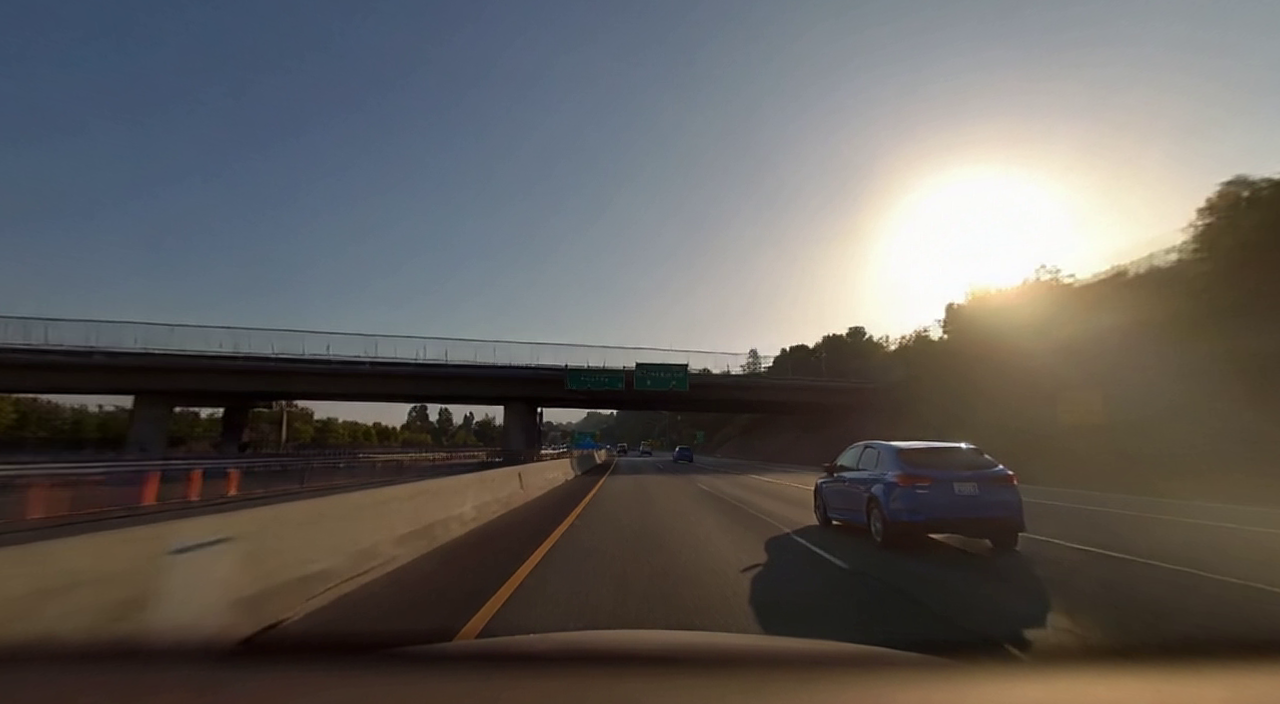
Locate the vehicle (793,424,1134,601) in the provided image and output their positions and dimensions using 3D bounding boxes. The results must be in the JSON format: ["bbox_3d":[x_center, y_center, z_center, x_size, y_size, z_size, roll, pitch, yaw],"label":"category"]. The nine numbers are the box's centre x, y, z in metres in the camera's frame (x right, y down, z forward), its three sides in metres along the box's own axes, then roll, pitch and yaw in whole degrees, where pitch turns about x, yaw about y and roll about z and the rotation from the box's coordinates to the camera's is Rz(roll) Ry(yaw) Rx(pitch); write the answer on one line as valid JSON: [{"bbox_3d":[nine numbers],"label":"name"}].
[{"bbox_3d":[3.527,1.820,7.995,2.002,1.604,4.265,0,-9,-1],"label":"vehicle"}]
